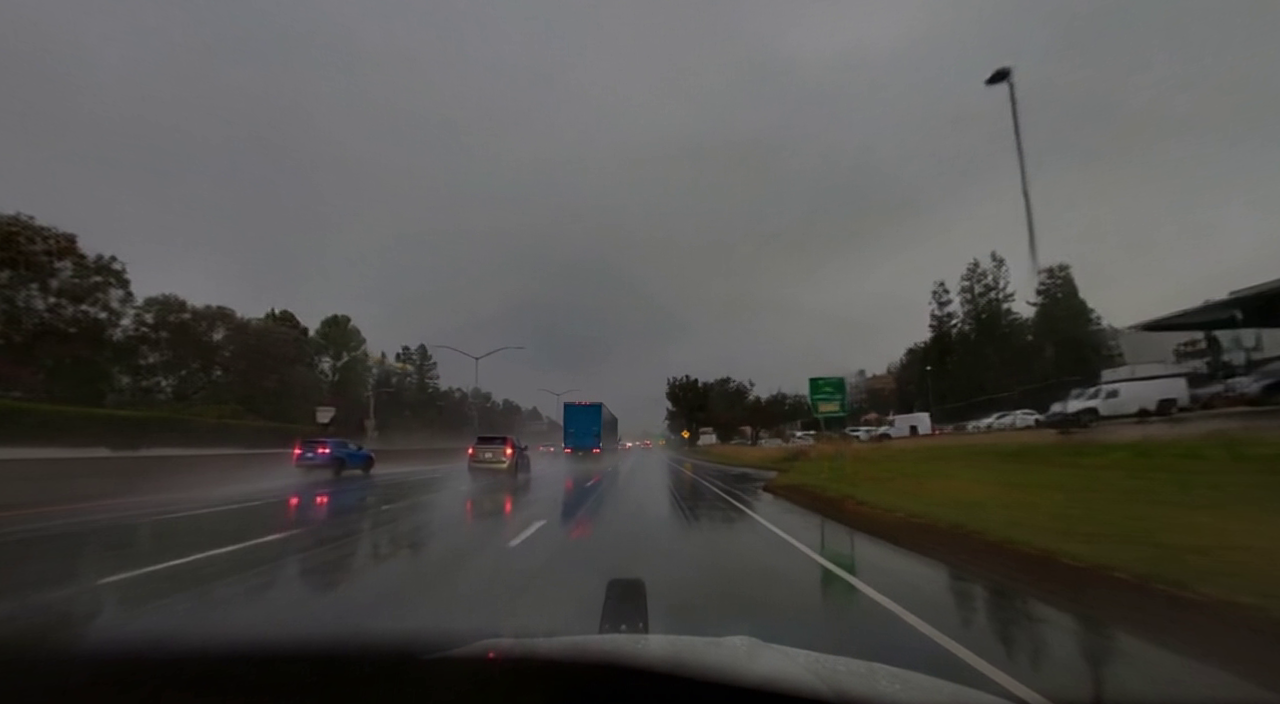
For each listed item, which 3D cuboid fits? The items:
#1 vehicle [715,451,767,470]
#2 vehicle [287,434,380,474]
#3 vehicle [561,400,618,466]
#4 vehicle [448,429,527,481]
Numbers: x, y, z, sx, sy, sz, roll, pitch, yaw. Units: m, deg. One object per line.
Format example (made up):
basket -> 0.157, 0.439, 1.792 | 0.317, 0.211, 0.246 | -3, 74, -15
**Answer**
vehicle -> 5.631, 6.110, 35.531 | 2.295, 0.969, 3.132 | 0, -8, -2
vehicle -> -14.126, 4.731, 29.412 | 1.997, 1.695, 4.492 | 0, -8, 1
vehicle -> -3.316, 5.872, 45.148 | 2.905, 4.037, 12.921 | 0, -8, 0
vehicle -> -5.918, 4.052, 25.112 | 2.058, 1.840, 4.443 | 0, -8, -1
